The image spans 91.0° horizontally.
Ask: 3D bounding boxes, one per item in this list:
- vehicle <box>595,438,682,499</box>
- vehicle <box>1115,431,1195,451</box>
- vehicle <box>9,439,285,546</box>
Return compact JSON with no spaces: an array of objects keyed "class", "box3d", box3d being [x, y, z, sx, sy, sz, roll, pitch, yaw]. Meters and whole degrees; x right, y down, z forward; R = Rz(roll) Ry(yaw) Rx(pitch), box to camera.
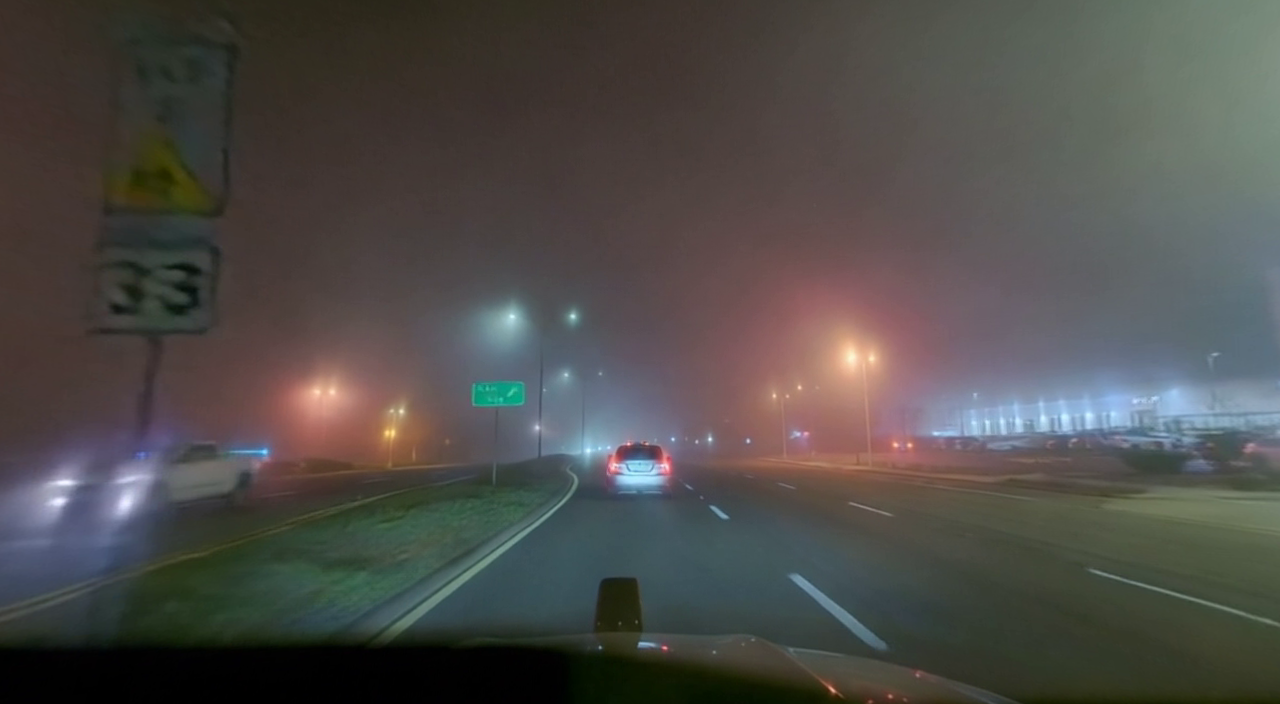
[{"class":"vehicle","box3d":[-0.077,3.146,17.417,2.126,1.475,3.967,0,-8,-1]},{"class":"vehicle","box3d":[39.249,6.797,48.059,4.345,1.463,1.933,0,-8,2]},{"class":"vehicle","box3d":[-9.048,2.526,12.165,1.903,1.476,4.395,-6,-8,-1]}]
